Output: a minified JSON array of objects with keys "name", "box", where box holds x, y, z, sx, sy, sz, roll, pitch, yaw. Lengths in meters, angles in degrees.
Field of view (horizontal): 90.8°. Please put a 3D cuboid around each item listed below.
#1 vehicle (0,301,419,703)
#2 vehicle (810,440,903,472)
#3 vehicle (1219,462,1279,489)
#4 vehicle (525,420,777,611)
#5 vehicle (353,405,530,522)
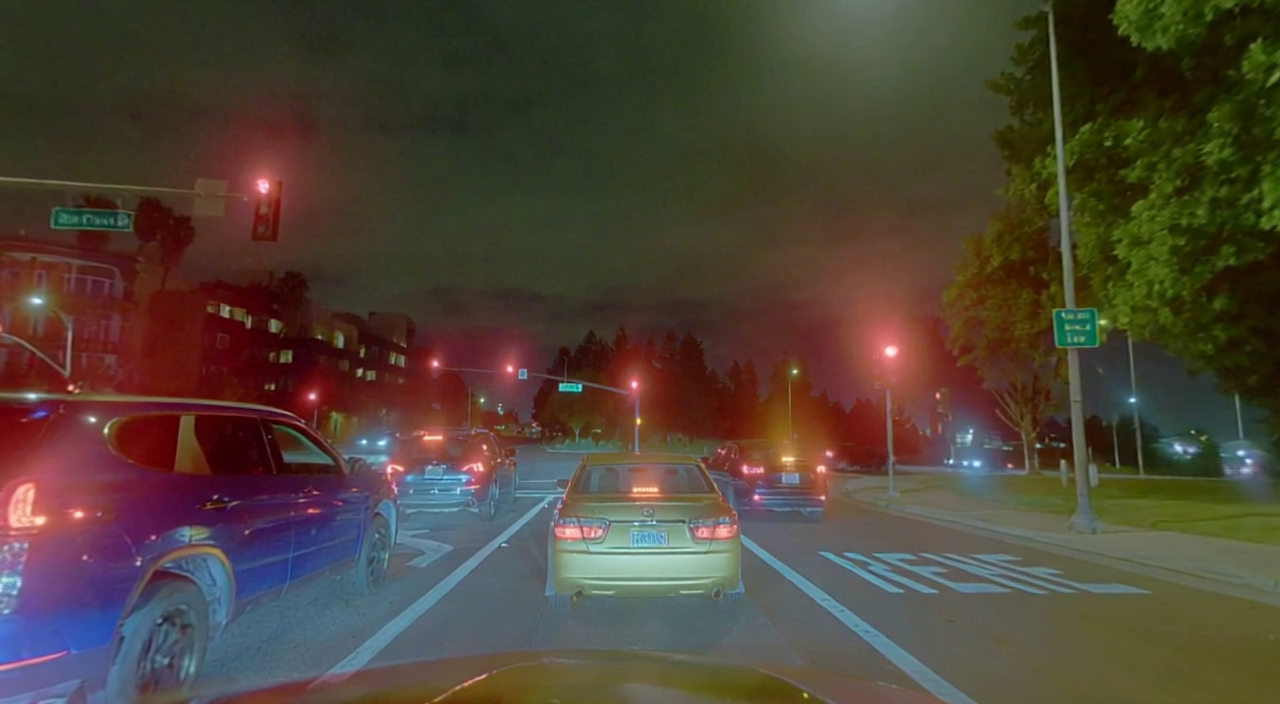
[{"name":"vehicle","box":[-3.145,1.009,4.140,1.924,1.737,4.387,0,-8,-2]},{"name":"vehicle","box":[13.289,6.413,39.041,4.874,1.854,2.230,1,-9,-5]},{"name":"vehicle","box":[38.790,7.525,38.564,4.737,1.572,2.026,-1,-8,3]},{"name":"vehicle","box":[-0.062,1.623,7.297,2.001,1.483,4.442,0,-8,-4]},{"name":"vehicle","box":[-3.888,2.317,13.702,2.305,1.984,5.586,0,-8,-3]}]
